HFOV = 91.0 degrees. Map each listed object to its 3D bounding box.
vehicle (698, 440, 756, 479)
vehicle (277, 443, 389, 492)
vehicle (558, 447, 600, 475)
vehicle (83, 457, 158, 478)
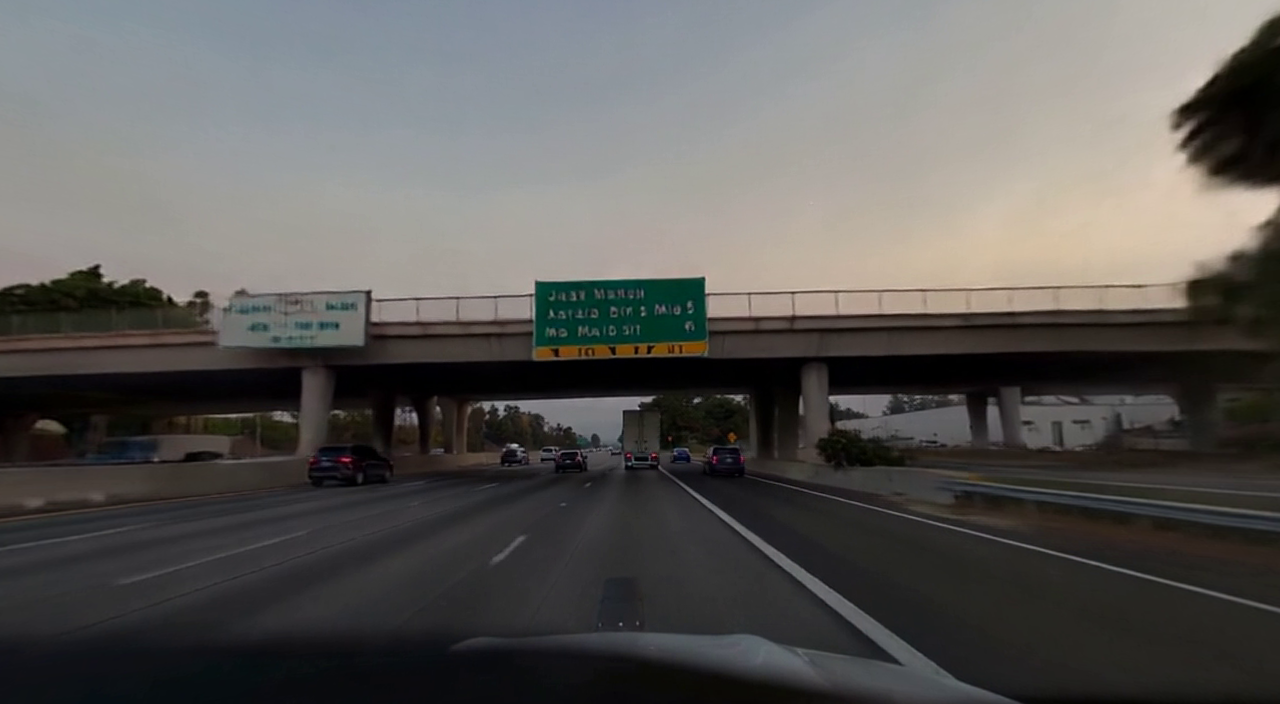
[{"bbox_3d":[4.014,5.070,29.858,2.107,1.707,4.445,0,-9,-1],"label":"vehicle"},{"bbox_3d":[-11.221,4.242,23.409,1.966,1.627,4.258,0,-9,0],"label":"vehicle"},{"bbox_3d":[-3.618,6.511,37.936,2.083,1.576,4.307,0,-9,0],"label":"vehicle"},{"bbox_3d":[-38.459,8.533,46.728,1.777,1.463,4.428,0,-9,0],"label":"vehicle"}]
